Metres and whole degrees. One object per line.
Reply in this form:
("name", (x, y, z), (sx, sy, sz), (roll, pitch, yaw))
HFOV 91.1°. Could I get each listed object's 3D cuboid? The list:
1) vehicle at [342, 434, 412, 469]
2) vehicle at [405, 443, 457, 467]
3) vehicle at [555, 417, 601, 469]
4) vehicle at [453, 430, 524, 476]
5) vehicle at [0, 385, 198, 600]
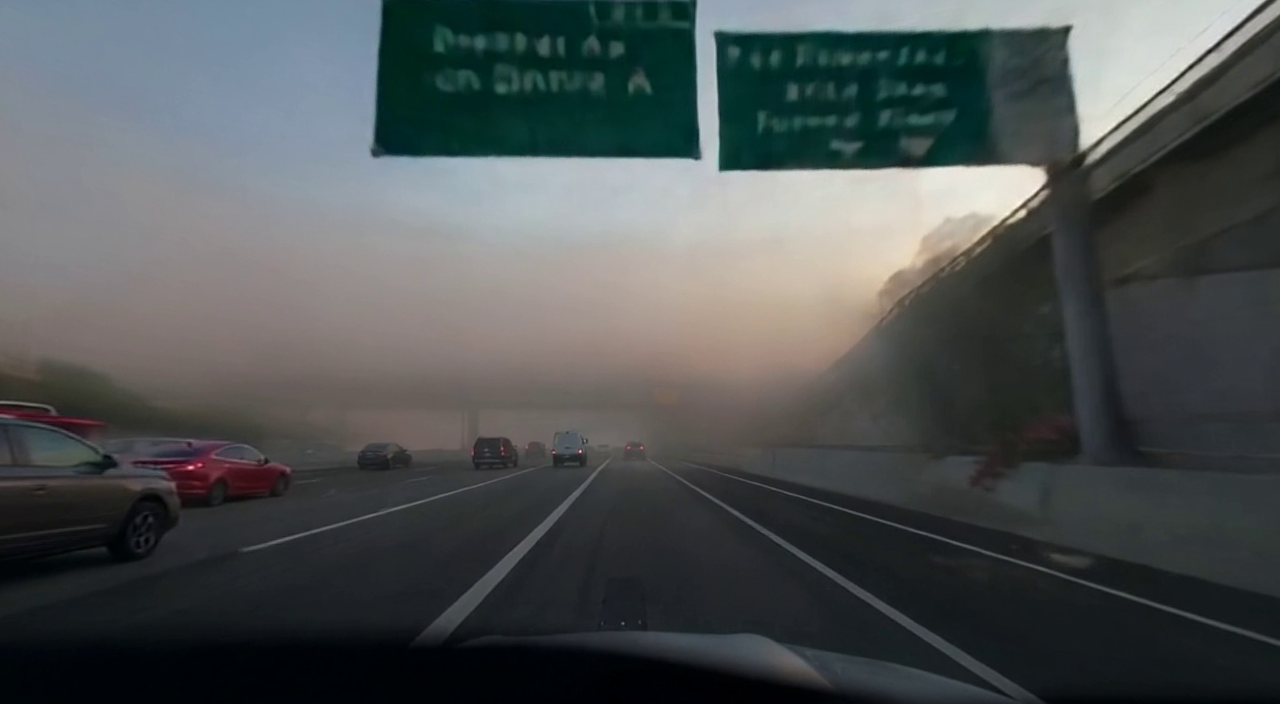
("vehicle", (-17.235, 6.544, 41.460), (2.258, 2.139, 5.495), (0, -8, -1))
("vehicle", (-13.764, 6.808, 41.582), (1.899, 1.485, 4.368), (0, -8, 0))
("vehicle", (-3.638, 5.517, 38.118), (2.301, 2.843, 6.458), (0, -8, -1))
("vehicle", (-7.003, 4.732, 29.561), (2.179, 1.948, 4.618), (0, -8, 0))
("vehicle", (-6.583, 1.095, 4.658), (2.355, 1.805, 5.938), (0, -8, -1))
